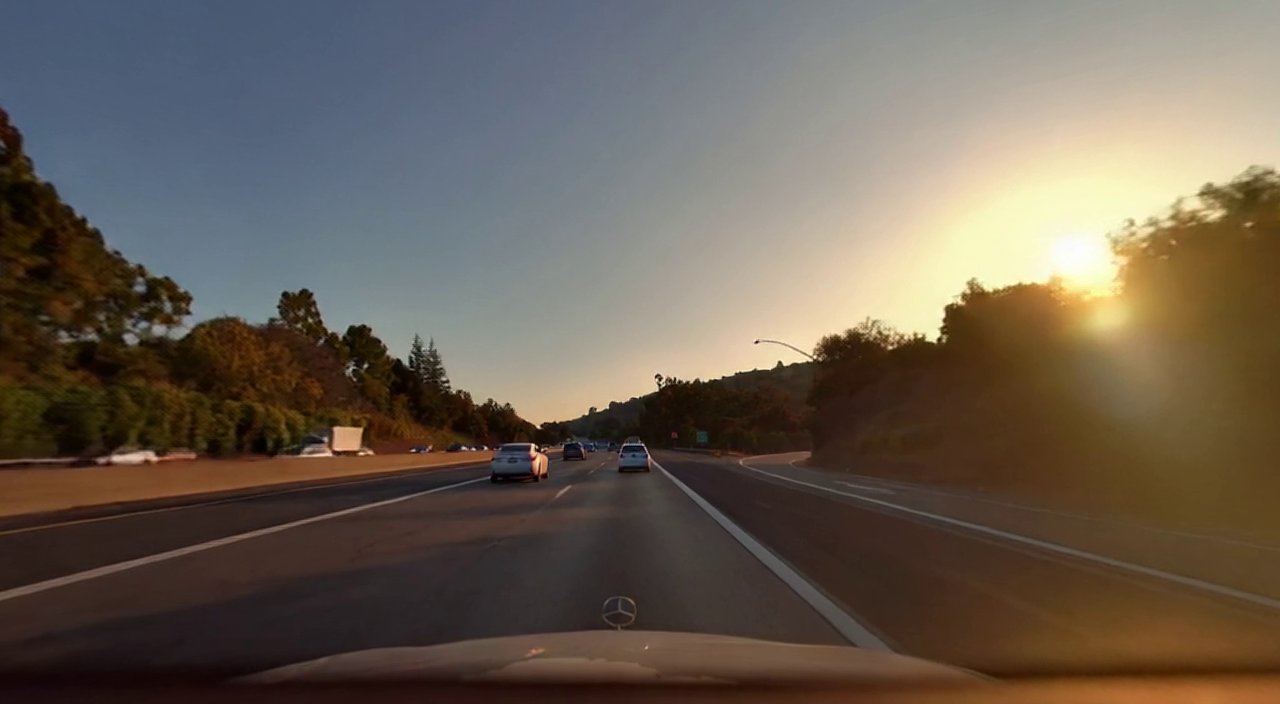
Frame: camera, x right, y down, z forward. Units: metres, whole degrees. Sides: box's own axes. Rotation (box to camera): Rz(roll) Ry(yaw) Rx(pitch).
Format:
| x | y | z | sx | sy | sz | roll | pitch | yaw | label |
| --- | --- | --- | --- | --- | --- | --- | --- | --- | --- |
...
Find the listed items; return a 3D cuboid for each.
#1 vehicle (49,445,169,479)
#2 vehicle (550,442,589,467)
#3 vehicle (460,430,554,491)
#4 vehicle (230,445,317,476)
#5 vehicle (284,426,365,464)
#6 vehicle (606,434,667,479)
| x | y | z | sx | sy | sz | roll | pitch | yaw | label |
| --- | --- | --- | --- | --- | --- | --- | --- | --- | --- |
| -24.796 | 5.141 | 29.743 | 1.774 | 1.444 | 4.522 | 0 | -9 | -1 | vehicle |
| -4.540 | 6.649 | 41.147 | 2.084 | 1.528 | 4.094 | 0 | -8 | 0 | vehicle |
| -4.121 | 3.444 | 20.381 | 2.044 | 1.717 | 4.421 | 0 | -8 | 0 | vehicle |
| -18.014 | 5.313 | 31.287 | 1.897 | 1.403 | 4.138 | 0 | -8 | -1 | vehicle |
| -21.204 | 6.303 | 42.805 | 2.586 | 2.392 | 5.504 | 0 | -8 | 0 | vehicle |
| -0.157 | 4.434 | 27.061 | 2.378 | 1.750 | 4.355 | 0 | -8 | 0 | vehicle |
